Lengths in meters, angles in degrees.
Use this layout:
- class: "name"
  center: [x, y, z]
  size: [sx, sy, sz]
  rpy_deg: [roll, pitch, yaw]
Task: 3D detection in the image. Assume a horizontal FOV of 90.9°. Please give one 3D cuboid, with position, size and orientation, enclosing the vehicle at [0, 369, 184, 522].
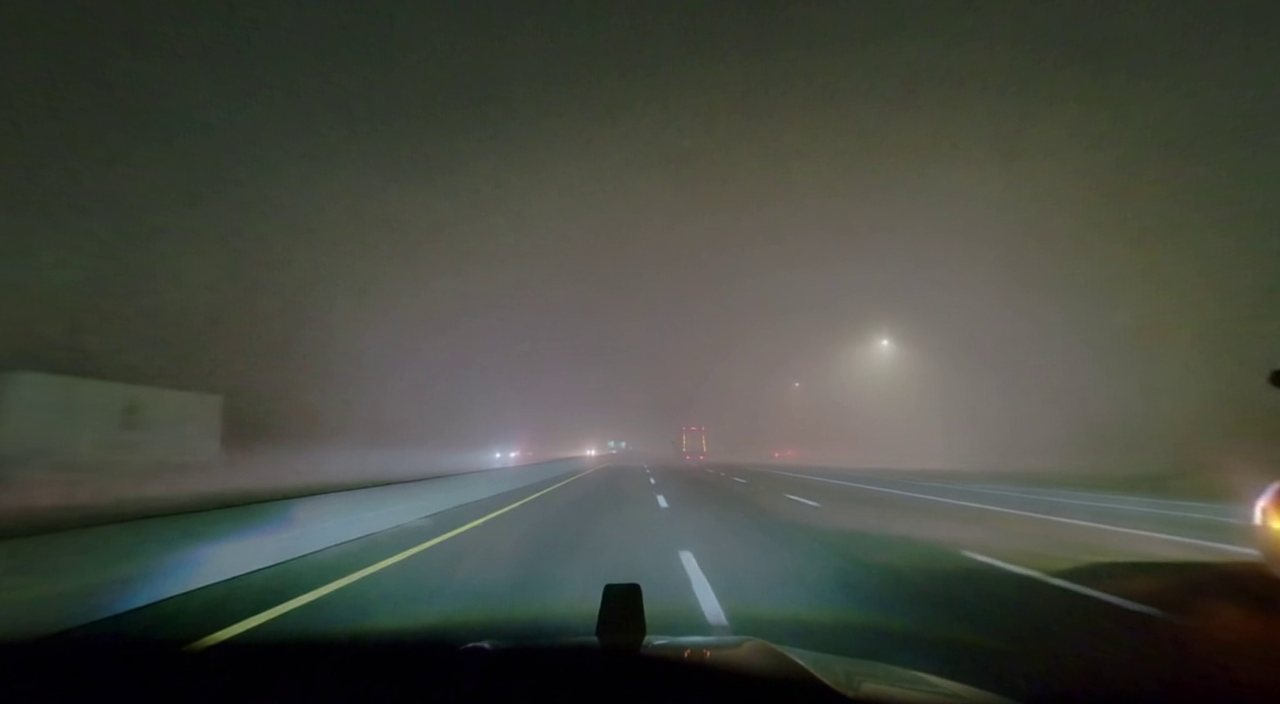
- class: "vehicle"
  center: [-16.301, 2.240, 15.041]
  size: [2.750, 3.529, 10.573]
  rpy_deg: [0, -9, 0]
